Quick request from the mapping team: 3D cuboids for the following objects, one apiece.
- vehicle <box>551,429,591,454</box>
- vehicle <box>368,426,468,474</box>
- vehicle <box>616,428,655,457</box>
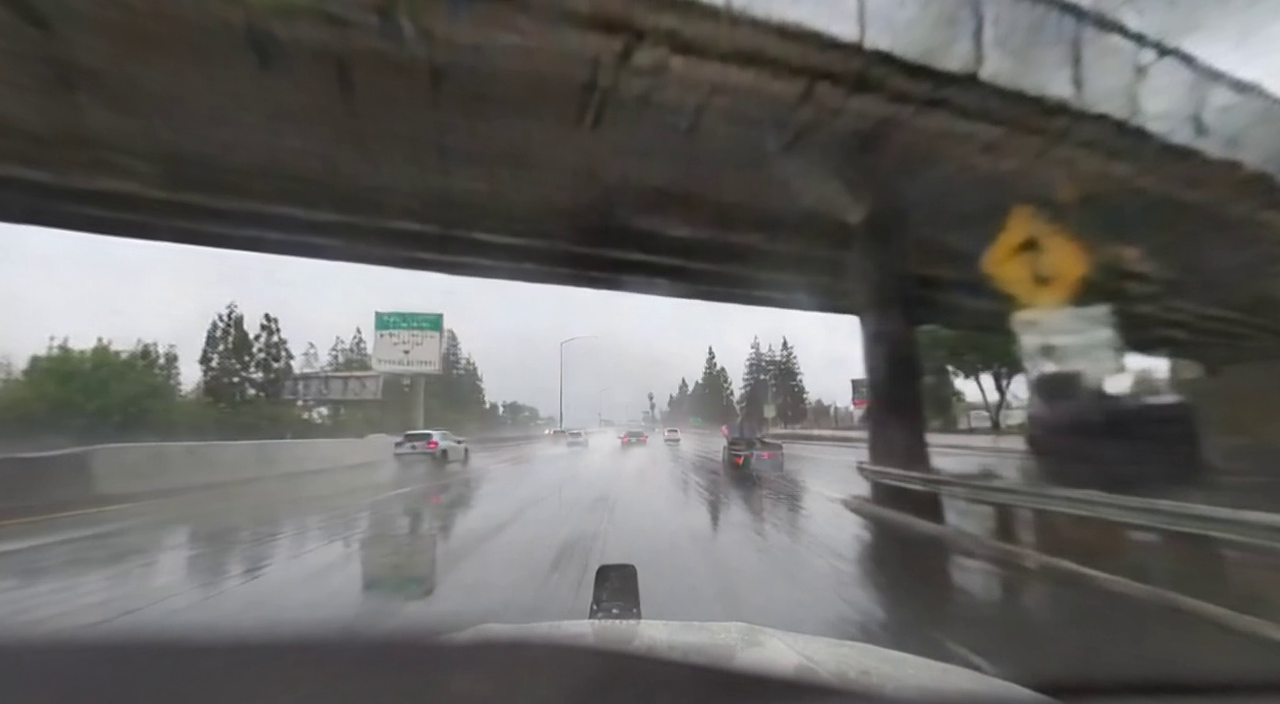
[{"bbox_3d":[-4.299,5.693,40.105,2.103,1.512,4.155,0,-8,0],"label":"vehicle"},{"bbox_3d":[-7.789,3.473,22.608,2.009,1.537,4.449,0,-8,0],"label":"vehicle"},{"bbox_3d":[-0.288,5.574,39.051,2.240,1.646,4.949,0,-8,-1],"label":"vehicle"}]
